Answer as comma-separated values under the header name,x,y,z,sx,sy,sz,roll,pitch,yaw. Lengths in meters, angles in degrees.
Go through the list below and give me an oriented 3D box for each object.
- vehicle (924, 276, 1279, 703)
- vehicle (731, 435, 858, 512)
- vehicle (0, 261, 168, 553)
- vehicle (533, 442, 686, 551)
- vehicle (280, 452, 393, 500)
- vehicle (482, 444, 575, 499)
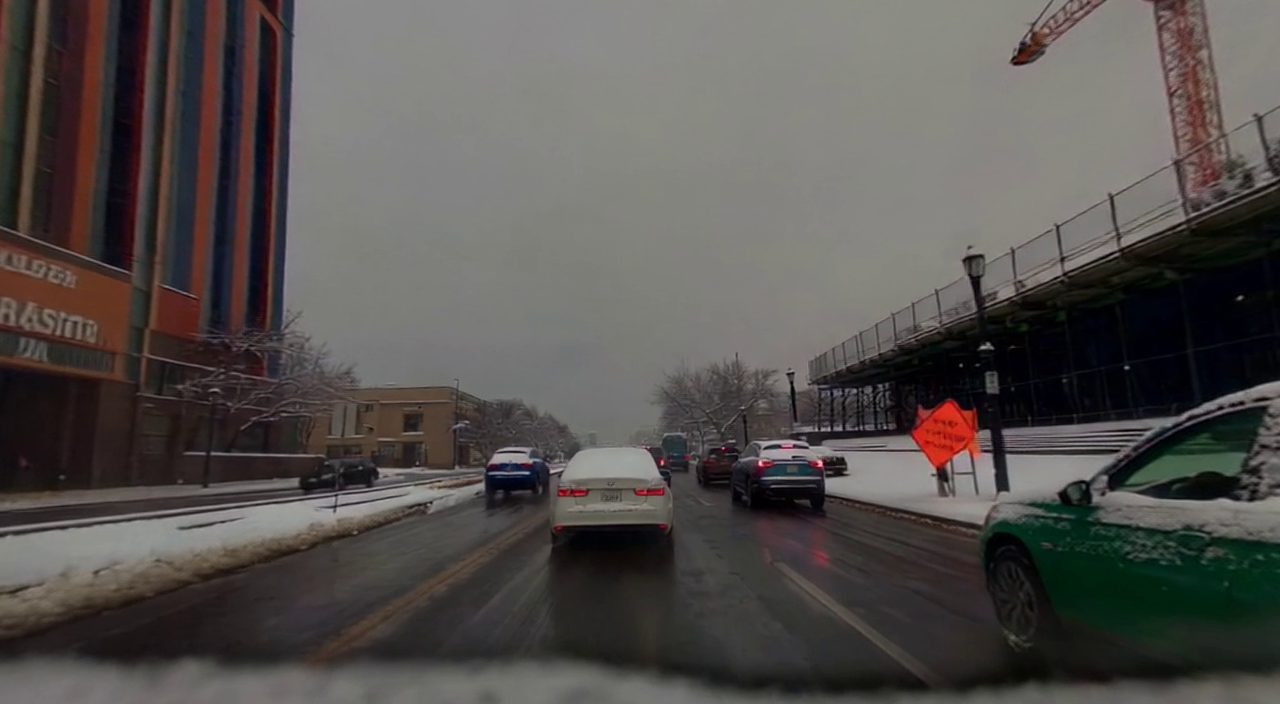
name,x,y,z,sx,sy,sz,roll,pitch,yaw
vehicle,3.509,0.742,2.661,2.182,1.954,5.341,0,-8,1
vehicle,4.025,3.238,17.470,2.185,1.797,4.934,0,-8,-1
vehicle,-9.110,0.810,8.480,2.592,3.548,3.414,-2,-9,4
vehicle,-0.363,2.325,10.946,2.131,1.496,4.193,0,-8,2
vehicle,-12.633,5.162,26.749,2.136,1.764,4.855,-1,-8,4
vehicle,-3.705,4.037,21.823,2.201,1.691,4.305,-1,-8,3
